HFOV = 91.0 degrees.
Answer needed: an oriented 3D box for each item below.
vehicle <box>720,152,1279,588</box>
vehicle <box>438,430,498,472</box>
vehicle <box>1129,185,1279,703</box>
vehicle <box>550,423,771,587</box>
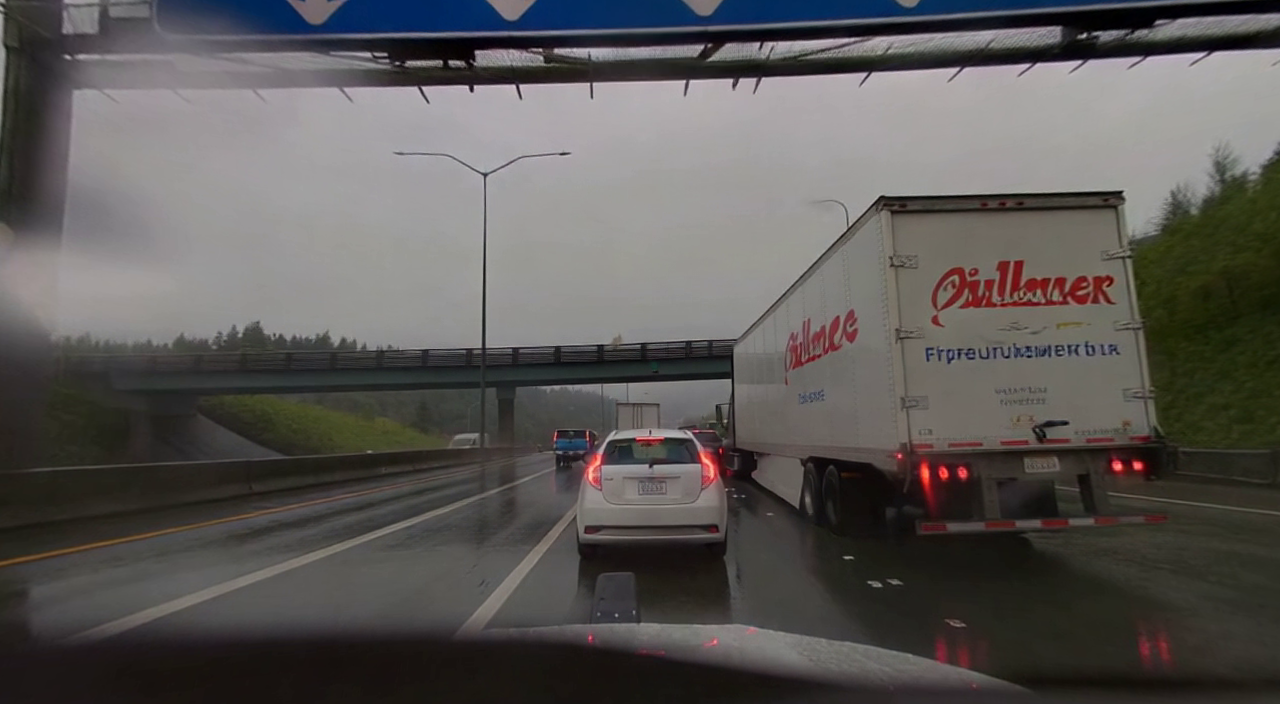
[{"bbox_3d":[4.191,1.066,12.968,2.827,4.081,14.305,0,-8,-1],"label":"vehicle"},{"bbox_3d":[-12.278,7.120,45.546,2.524,2.800,6.564,-1,-8,-1],"label":"vehicle"},{"bbox_3d":[4.733,0.116,0.662,2.892,2.615,6.650,0,-8,-2],"label":"vehicle"},{"bbox_3d":[0.177,1.684,7.714,2.045,1.490,3.597,-1,-8,0],"label":"vehicle"}]
